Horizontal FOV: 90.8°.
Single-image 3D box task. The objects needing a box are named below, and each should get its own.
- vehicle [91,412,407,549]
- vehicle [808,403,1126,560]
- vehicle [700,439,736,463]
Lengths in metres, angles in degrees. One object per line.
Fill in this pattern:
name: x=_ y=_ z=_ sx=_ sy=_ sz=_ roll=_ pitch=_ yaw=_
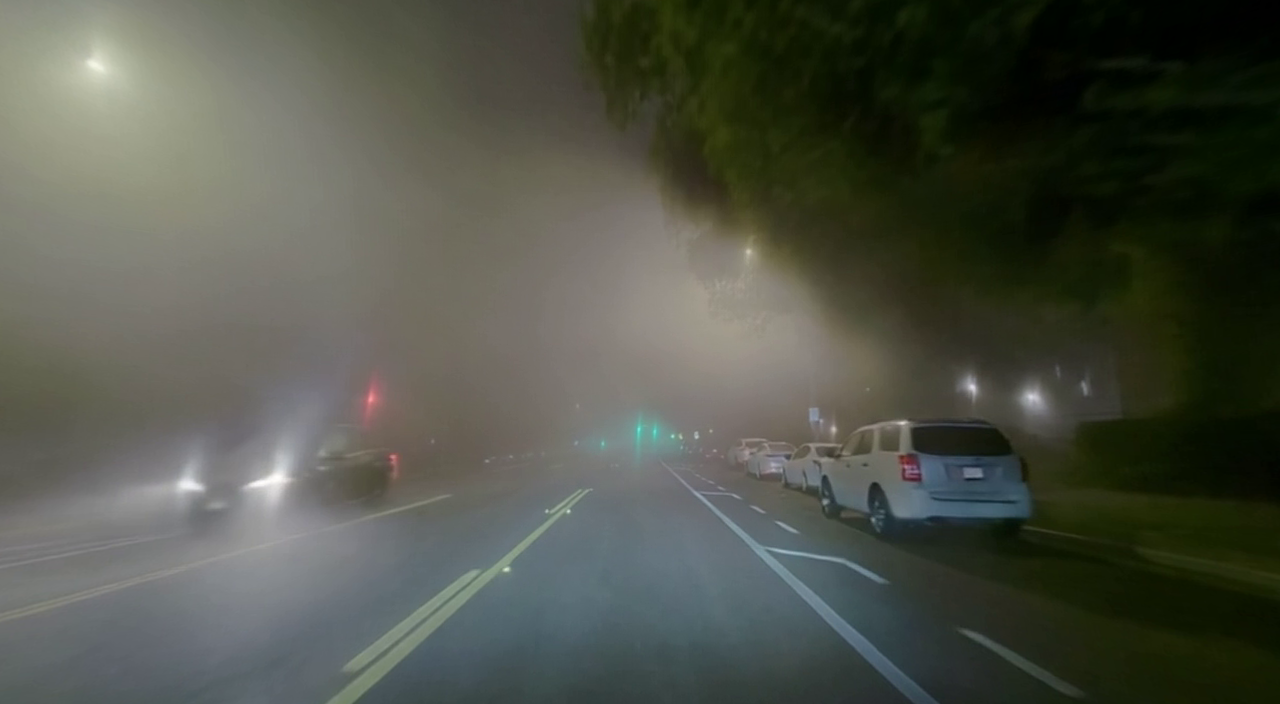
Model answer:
vehicle: x=-6.670 y=2.269 z=12.042 sx=2.105 sy=1.919 sz=6.049 roll=0 pitch=-8 yaw=1
vehicle: x=4.244 y=1.761 z=9.287 sx=2.272 sy=1.744 sz=4.324 roll=0 pitch=-8 yaw=-1
vehicle: x=5.291 y=6.779 z=43.331 sx=1.837 sy=1.532 sz=3.886 roll=0 pitch=-8 yaw=-2
